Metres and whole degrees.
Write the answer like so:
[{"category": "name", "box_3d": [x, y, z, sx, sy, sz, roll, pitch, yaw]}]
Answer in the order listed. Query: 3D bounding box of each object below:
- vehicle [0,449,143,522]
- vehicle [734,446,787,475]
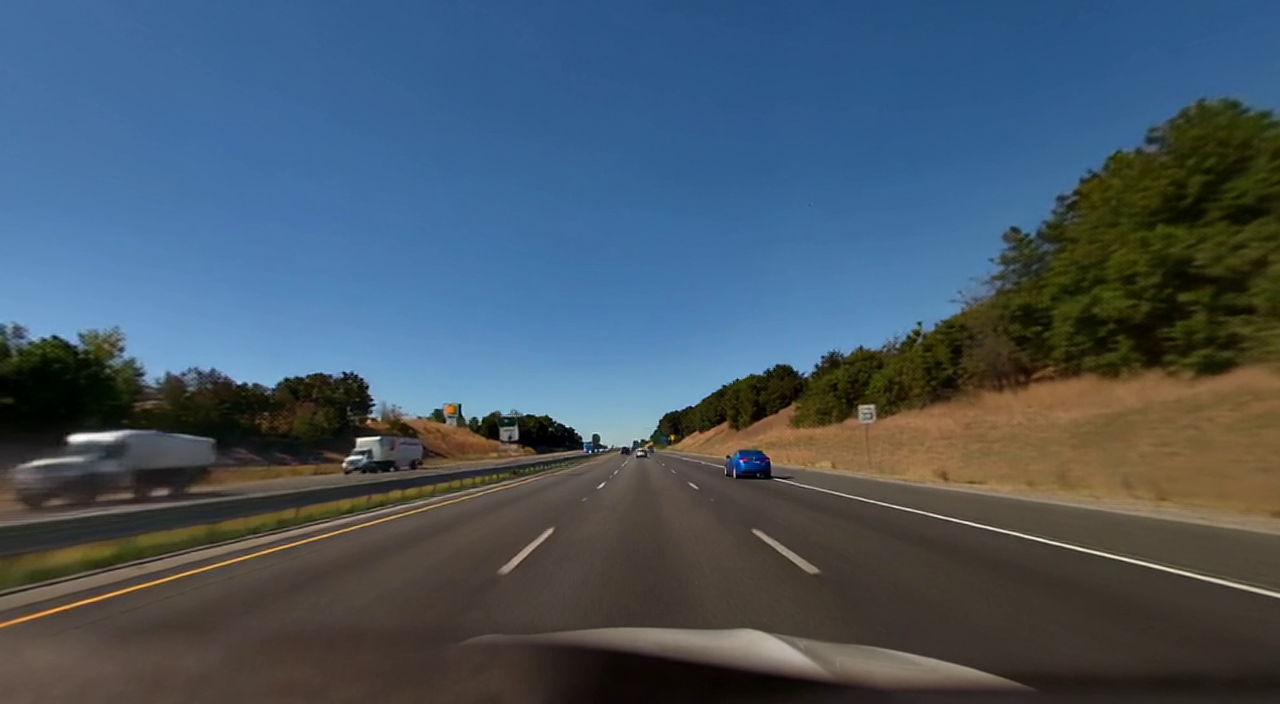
[{"category": "vehicle", "box_3d": [-19.401, 4.223, 20.622, 2.091, 2.078, 5.210, 0, -9, -1]}, {"category": "vehicle", "box_3d": [6.599, 5.983, 35.011, 1.967, 1.472, 3.751, 0, -9, -3]}]
